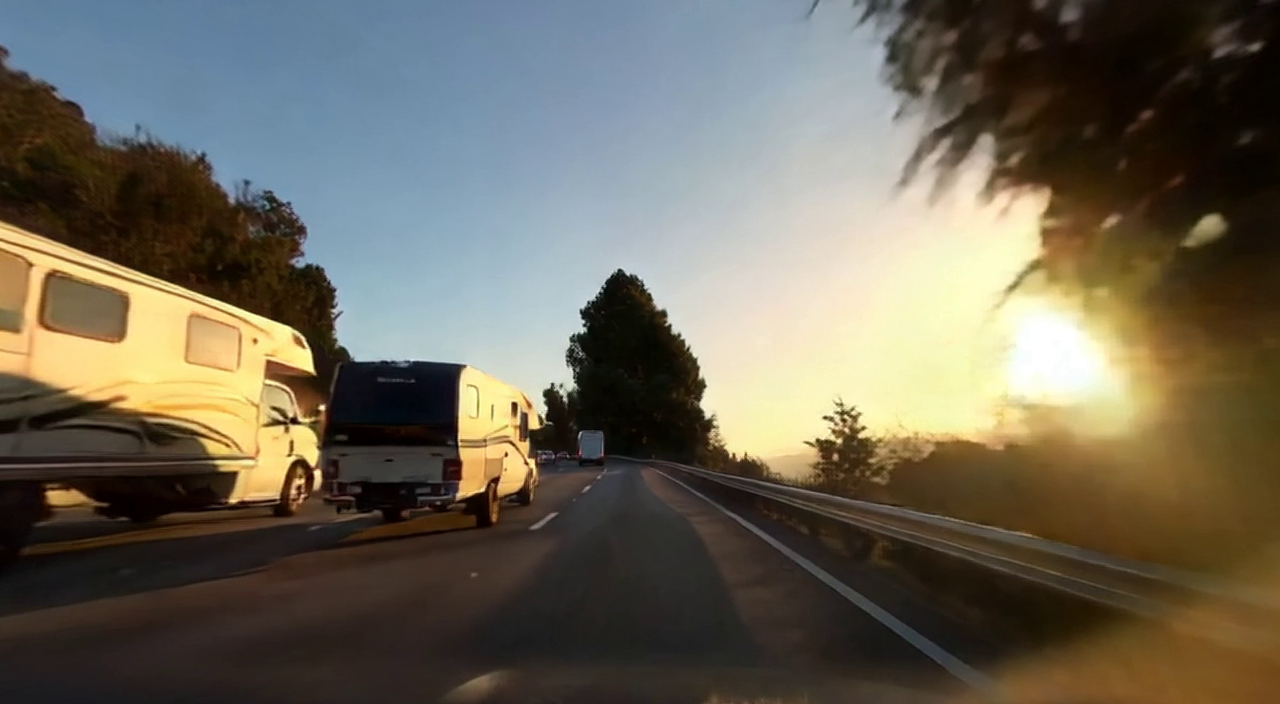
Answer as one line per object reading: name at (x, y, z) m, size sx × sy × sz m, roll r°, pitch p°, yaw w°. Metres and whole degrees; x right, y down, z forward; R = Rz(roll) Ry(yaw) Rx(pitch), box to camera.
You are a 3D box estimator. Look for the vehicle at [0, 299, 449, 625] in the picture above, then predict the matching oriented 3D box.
vehicle at (-3.890, 1.127, 6.944) m, size 2.331 × 2.583 × 3.743 m, roll 0°, pitch -9°, yaw 0°
